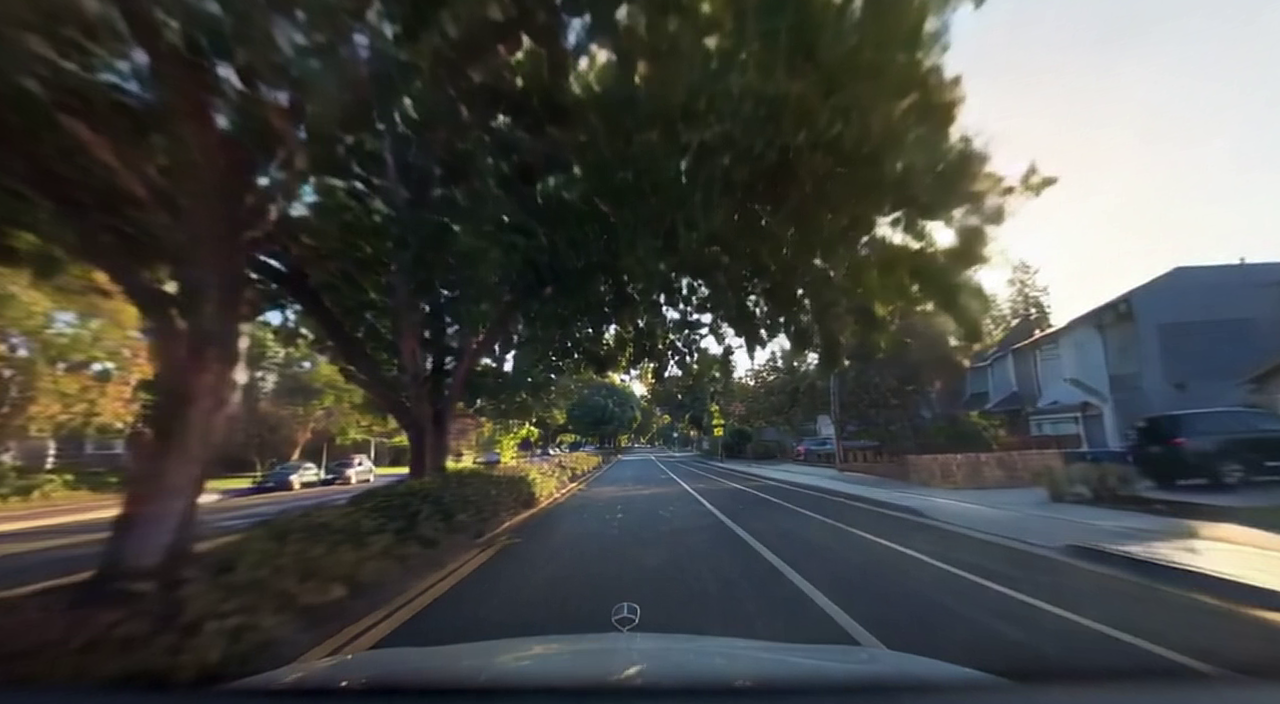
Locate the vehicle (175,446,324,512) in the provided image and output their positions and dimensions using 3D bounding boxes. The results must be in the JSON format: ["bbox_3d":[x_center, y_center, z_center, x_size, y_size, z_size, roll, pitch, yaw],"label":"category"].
[{"bbox_3d":[-12.600,4.068,20.845,2.003,1.804,4.554,-1,-7,0],"label":"vehicle"}]

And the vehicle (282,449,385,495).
[{"bbox_3d":[-12.611,4.924,26.356,2.110,1.709,4.426,0,-8,-1],"label":"vehicle"}]

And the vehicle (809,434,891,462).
[{"bbox_3d":[13.633,6.256,41.235,4.629,1.770,1.959,0,-8,0],"label":"vehicle"}]

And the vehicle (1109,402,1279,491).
[{"bbox_3d":[13.344,2.038,13.683,4.577,1.770,2.006,-3,-9,17],"label":"vehicle"}]
